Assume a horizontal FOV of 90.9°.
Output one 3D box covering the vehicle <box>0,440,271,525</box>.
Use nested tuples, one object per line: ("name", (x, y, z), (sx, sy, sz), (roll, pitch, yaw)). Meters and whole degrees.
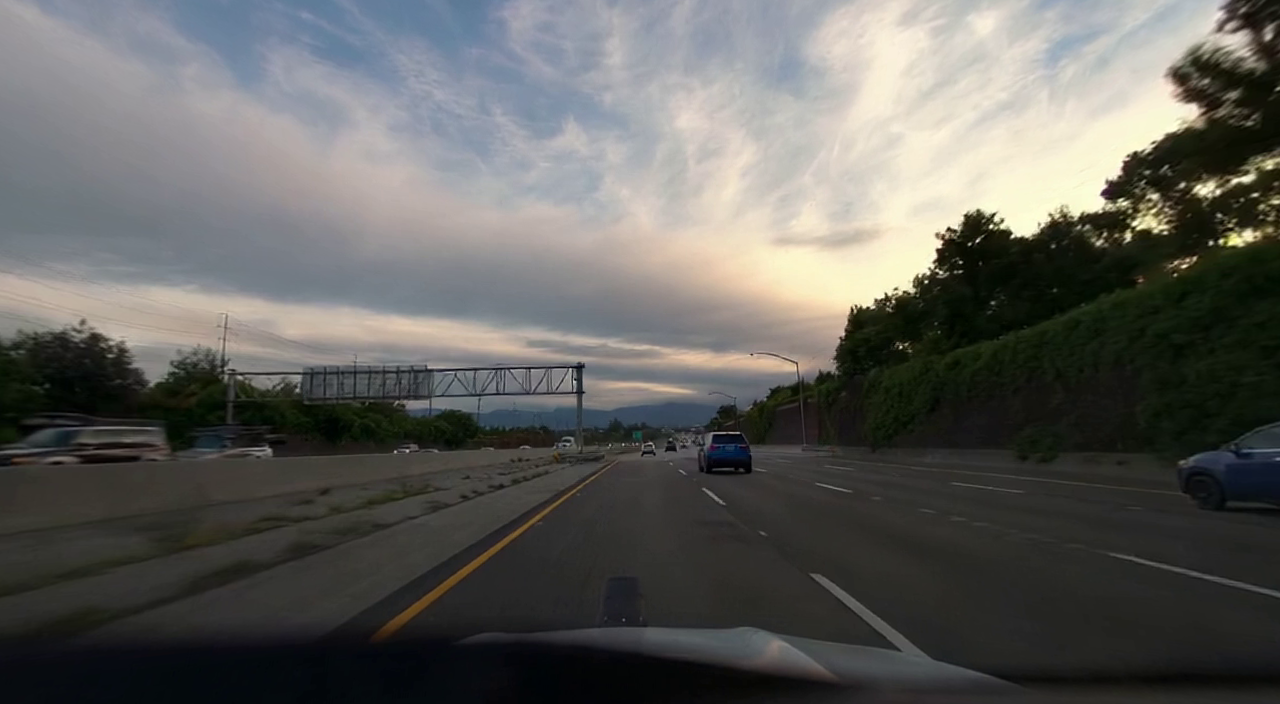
("vehicle", (-19.456, 4.409, 22.908), (2.936, 2.335, 15.693), (-1, -8, -1))

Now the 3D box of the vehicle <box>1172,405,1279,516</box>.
("vehicle", (10.865, 1.589, 9.242), (2.056, 1.689, 4.625), (-1, -8, 0))

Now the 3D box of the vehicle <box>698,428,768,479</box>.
("vehicle", (3.655, 4.068, 25.550), (2.120, 1.832, 4.287), (-1, -8, -1))

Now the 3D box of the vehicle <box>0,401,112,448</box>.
("vehicle", (-19.477, 2.317, 19.671), (1.964, 1.330, 4.740), (-1, -8, -1))
